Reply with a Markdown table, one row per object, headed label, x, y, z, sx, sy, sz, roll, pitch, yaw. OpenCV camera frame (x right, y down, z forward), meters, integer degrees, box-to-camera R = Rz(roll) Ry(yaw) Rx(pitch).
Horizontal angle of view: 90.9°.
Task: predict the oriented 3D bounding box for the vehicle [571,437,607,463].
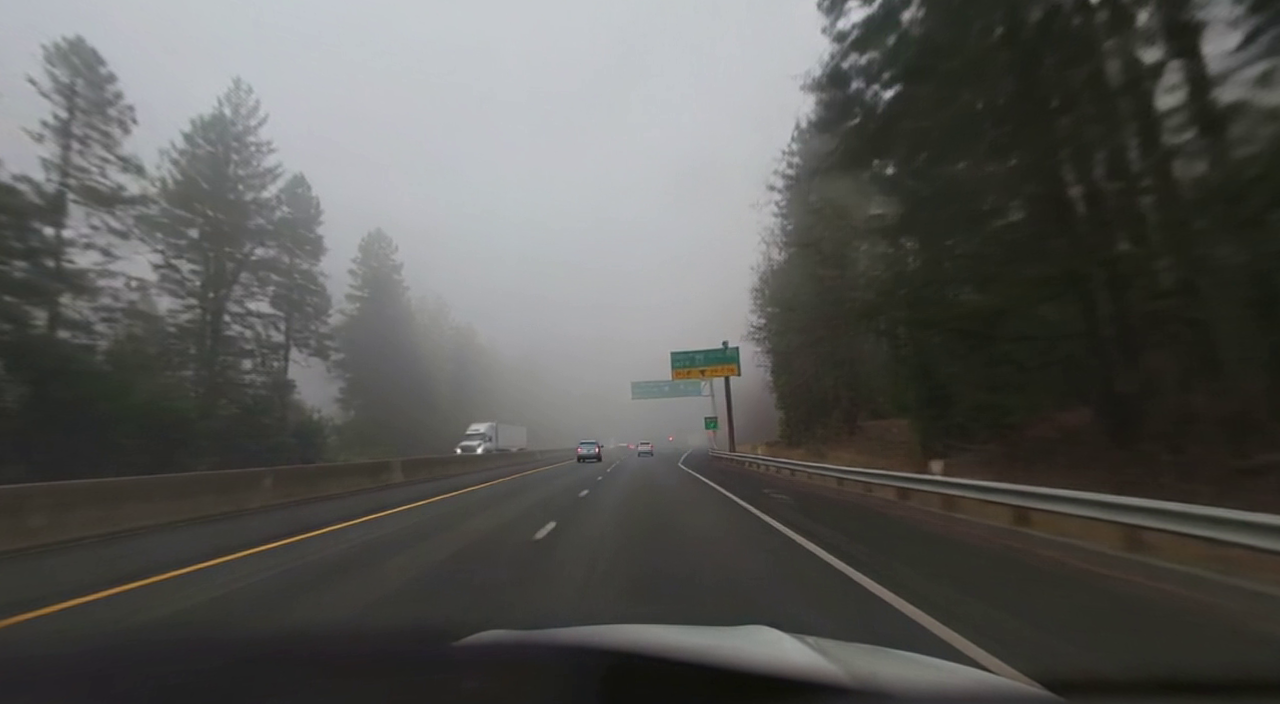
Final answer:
| label | x | y | z | sx | sy | sz | roll | pitch | yaw |
| --- | --- | --- | --- | --- | --- | --- | --- | --- | --- |
| vehicle | -3.563 | 6.968 | 44.830 | 2.129 | 1.742 | 4.217 | 0 | -8 | 1 |
